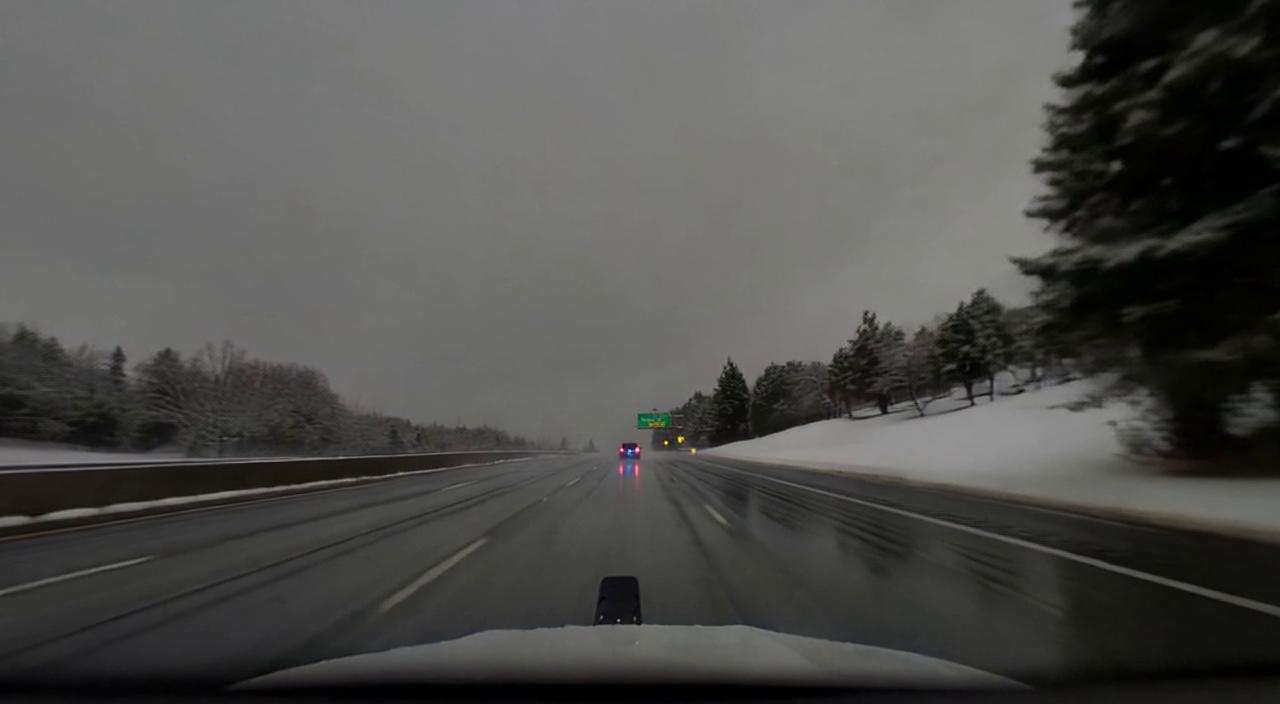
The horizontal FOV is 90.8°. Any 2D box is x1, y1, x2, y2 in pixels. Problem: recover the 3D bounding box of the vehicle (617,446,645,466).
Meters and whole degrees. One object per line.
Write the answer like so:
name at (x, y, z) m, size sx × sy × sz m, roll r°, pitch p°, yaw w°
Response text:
vehicle at (-0.737, 8.075, 49.243) m, size 2.080 × 1.468 × 3.884 m, roll 0°, pitch -9°, yaw -1°
